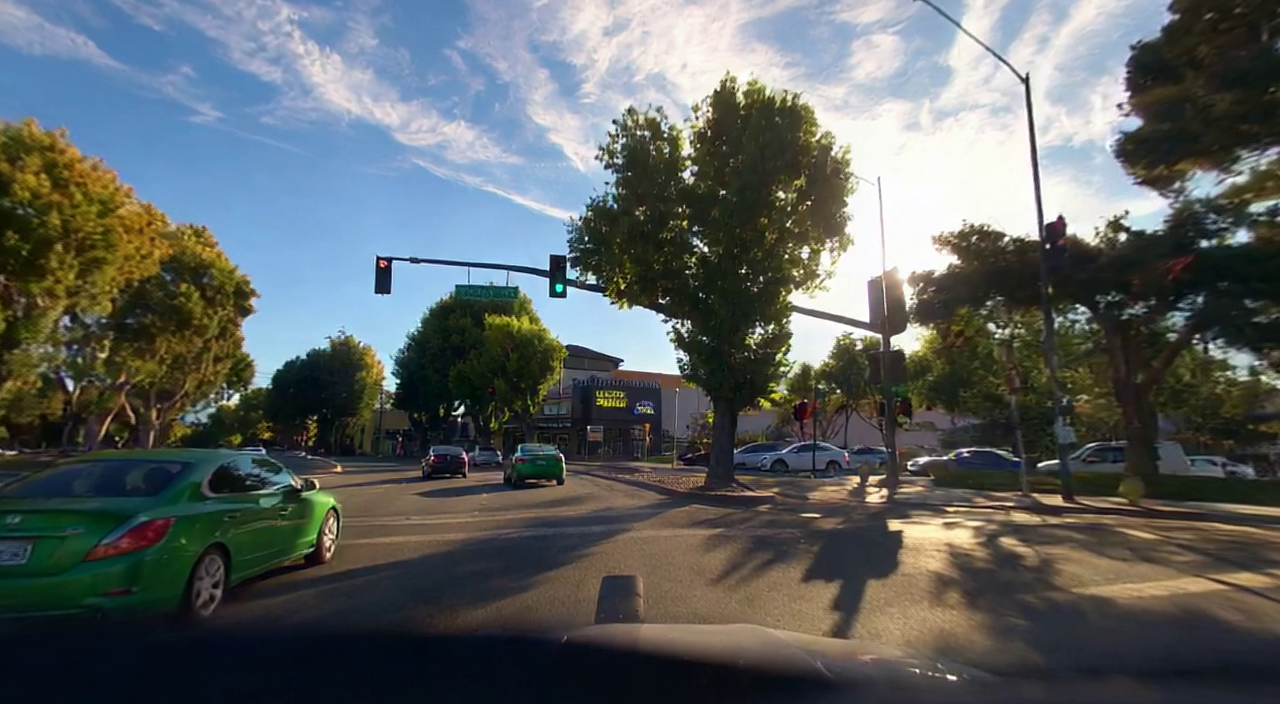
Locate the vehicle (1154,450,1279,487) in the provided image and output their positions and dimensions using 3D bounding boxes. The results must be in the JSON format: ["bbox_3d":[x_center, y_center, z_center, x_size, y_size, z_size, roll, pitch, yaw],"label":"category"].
[{"bbox_3d":[25.107,5.037,27.379,4.050,1.481,1.853,1,-9,-9],"label":"vehicle"}]

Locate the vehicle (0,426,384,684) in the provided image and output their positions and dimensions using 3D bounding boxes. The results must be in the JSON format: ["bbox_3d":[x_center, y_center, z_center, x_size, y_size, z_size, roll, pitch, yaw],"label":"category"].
[{"bbox_3d":[-4.431,1.532,6.099,2.105,1.477,4.857,0,-8,-3],"label":"vehicle"}]

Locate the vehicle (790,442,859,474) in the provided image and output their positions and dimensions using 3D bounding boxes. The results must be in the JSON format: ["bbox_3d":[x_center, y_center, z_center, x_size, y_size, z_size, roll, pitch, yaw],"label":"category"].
[{"bbox_3d":[9.088,5.251,31.350,1.762,1.453,3.976,1,-8,-8],"label":"vehicle"}]

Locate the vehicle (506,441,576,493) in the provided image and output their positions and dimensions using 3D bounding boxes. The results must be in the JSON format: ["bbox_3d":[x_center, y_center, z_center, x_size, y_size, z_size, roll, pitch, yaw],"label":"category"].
[{"bbox_3d":[-3.368,3.716,20.809,2.001,1.483,4.442,2,-9,-12],"label":"vehicle"}]

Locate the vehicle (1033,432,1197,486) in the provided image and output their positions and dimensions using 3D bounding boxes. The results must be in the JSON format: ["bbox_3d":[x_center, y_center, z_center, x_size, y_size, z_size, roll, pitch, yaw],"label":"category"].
[{"bbox_3d":[18.050,4.088,24.374,1.865,1.827,5.352,1,-8,-5],"label":"vehicle"}]

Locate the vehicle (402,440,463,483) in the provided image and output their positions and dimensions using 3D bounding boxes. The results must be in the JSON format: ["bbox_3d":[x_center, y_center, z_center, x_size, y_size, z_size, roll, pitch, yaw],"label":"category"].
[{"bbox_3d":[-8.393,4.437,25.794,2.042,1.593,3.956,2,-9,-14],"label":"vehicle"}]

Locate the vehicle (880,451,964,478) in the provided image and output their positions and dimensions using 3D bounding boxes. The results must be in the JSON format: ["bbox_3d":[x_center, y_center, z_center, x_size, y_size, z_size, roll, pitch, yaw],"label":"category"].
[{"bbox_3d":[15.429,6.169,34.542,3.800,1.369,1.759,2,-9,-11],"label":"vehicle"}]

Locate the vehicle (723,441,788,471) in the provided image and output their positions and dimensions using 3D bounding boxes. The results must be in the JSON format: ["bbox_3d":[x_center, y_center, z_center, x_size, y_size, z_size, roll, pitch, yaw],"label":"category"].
[{"bbox_3d":[6.019,5.498,33.512,1.919,1.489,4.889,1,-9,-8],"label":"vehicle"}]

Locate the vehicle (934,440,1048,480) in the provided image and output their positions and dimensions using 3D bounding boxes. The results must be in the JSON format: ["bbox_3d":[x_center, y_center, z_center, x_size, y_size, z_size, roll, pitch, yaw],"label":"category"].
[{"bbox_3d":[14.993,4.596,27.218,1.921,1.560,4.676,1,-8,-5],"label":"vehicle"}]
